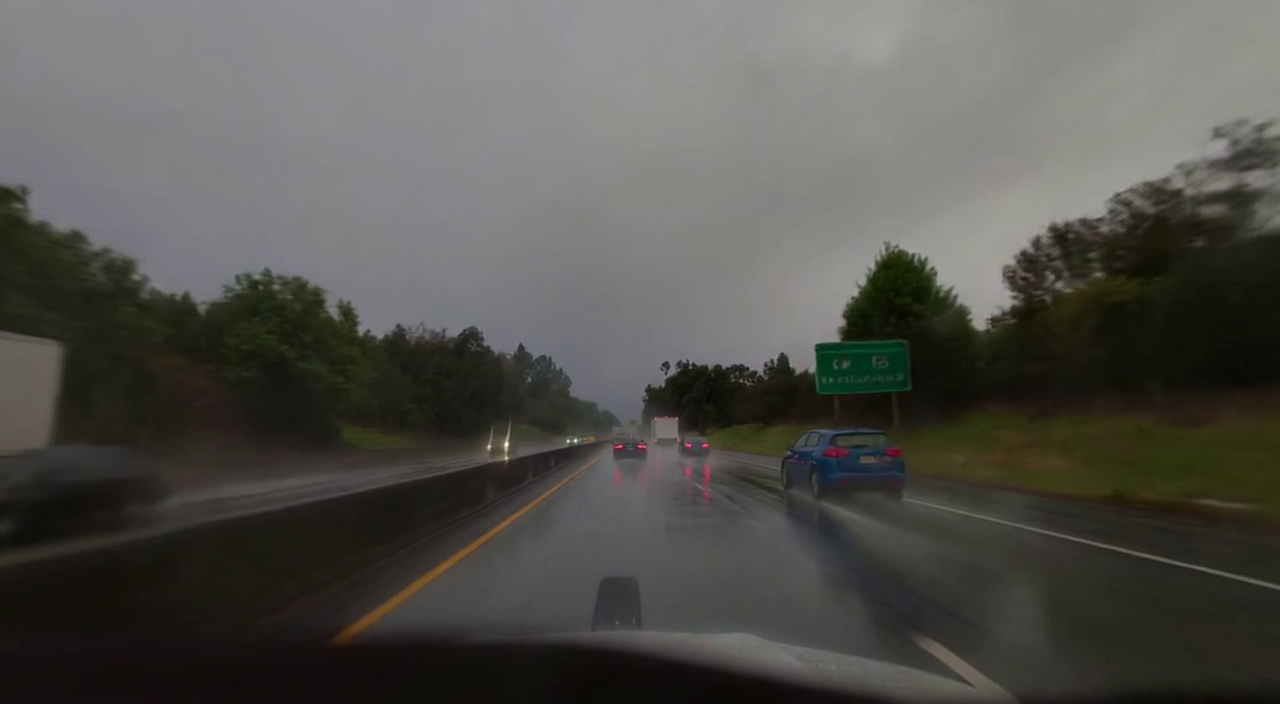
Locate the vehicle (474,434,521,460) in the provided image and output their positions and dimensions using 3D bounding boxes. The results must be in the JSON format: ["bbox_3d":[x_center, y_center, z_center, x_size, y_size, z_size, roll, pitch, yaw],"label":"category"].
[{"bbox_3d":[-9.364,6.278,41.791,2.076,1.592,4.477,0,-8,0],"label":"vehicle"}]

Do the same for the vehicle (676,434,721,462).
[{"bbox_3d":[3.246,5.394,35.762,2.004,1.469,4.472,0,-8,-2],"label":"vehicle"}]

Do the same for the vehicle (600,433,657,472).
[{"bbox_3d":[-0.476,4.048,25.709,2.143,1.466,3.693,0,-8,-2],"label":"vehicle"}]

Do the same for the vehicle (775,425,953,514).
[{"bbox_3d":[4.341,2.319,13.064,2.066,1.526,4.216,0,-8,-1],"label":"vehicle"}]

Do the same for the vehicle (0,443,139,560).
[{"bbox_3d":[-9.128,1.928,8.104,1.982,1.455,4.161,0,-8,-1],"label":"vehicle"}]
